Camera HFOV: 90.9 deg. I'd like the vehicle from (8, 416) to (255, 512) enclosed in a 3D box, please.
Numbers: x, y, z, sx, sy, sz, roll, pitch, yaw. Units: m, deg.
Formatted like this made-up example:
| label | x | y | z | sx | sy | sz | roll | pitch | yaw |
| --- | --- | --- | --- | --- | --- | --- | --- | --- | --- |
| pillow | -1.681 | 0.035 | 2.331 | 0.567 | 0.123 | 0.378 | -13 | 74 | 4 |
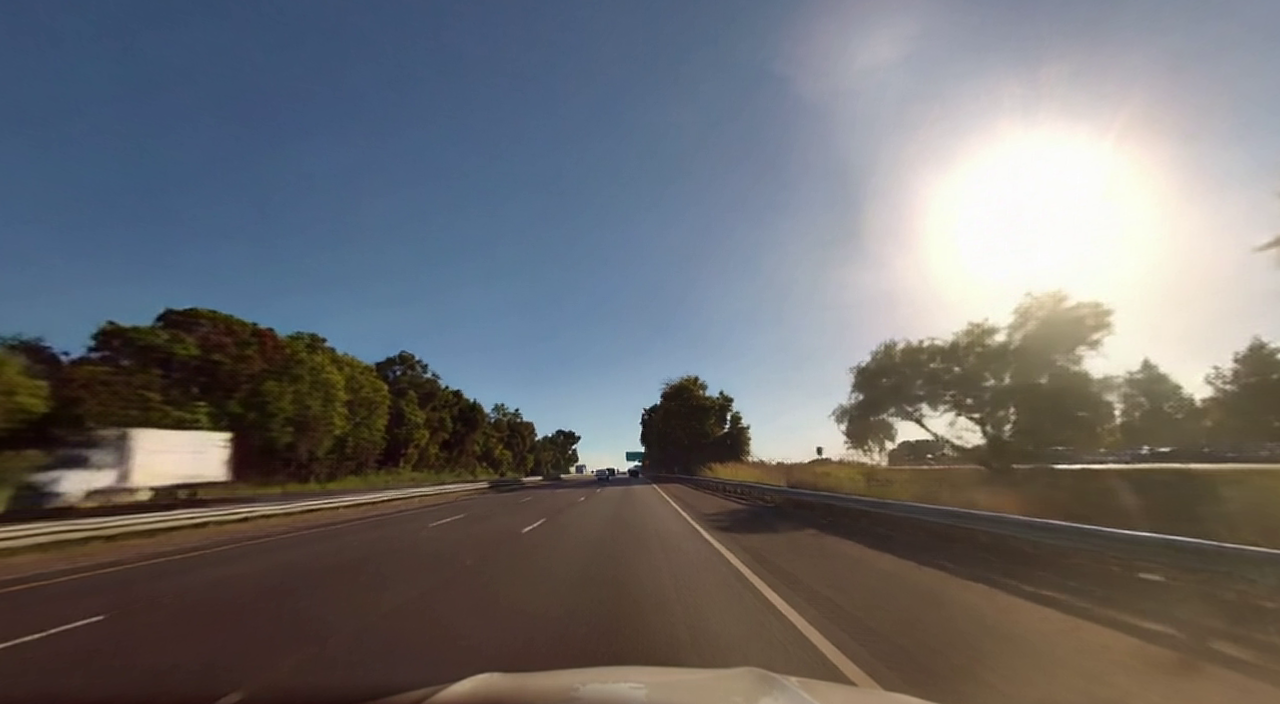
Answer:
| label | x | y | z | sx | sy | sz | roll | pitch | yaw |
| --- | --- | --- | --- | --- | --- | --- | --- | --- | --- |
| vehicle | -17.745 | 4.078 | 22.935 | 2.657 | 2.861 | 7.458 | 1 | -11 | 0 |
